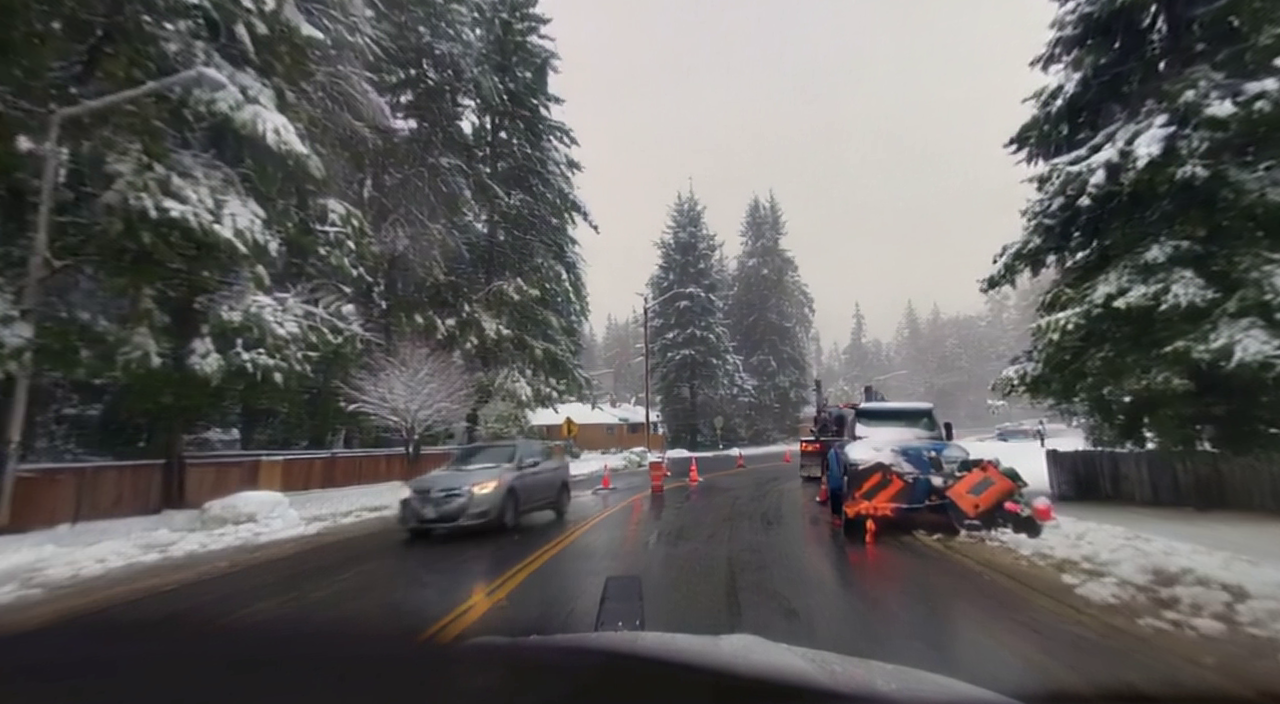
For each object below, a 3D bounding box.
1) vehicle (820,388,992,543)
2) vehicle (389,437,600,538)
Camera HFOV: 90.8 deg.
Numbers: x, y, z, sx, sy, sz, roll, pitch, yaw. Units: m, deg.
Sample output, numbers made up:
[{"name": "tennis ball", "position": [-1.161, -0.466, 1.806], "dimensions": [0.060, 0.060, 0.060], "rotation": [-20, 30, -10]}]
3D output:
[{"name": "vehicle", "position": [4.345, 1.863, 10.903], "dimensions": [1.913, 2.241, 3.024], "rotation": [-2, -7, 8]}, {"name": "vehicle", "position": [-2.323, 2.296, 11.548], "dimensions": [1.933, 1.428, 4.449], "rotation": [-2, -8, 14]}]
